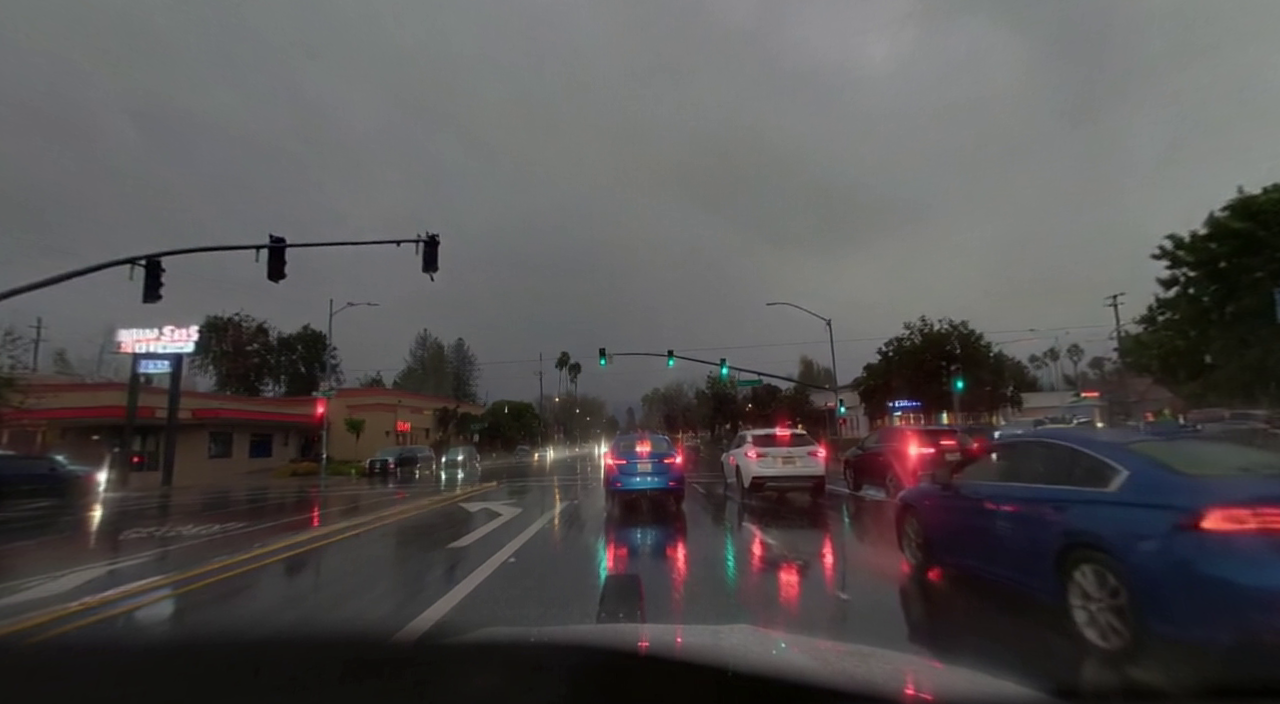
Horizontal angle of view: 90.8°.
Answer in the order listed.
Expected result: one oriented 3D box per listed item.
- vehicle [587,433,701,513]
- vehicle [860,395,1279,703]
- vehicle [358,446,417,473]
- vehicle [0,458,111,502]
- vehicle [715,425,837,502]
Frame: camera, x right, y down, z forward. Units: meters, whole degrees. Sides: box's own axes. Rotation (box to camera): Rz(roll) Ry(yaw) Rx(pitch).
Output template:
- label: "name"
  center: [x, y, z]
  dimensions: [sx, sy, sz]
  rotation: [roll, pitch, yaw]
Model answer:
- label: "vehicle"
  center: [0.035, 2.578, 13.945]
  dimensions: [2.135, 1.468, 4.076]
  rotation: [0, -8, -1]
- label: "vehicle"
  center: [3.527, 1.253, 4.940]
  dimensions: [1.889, 1.473, 4.643]
  rotation: [0, -8, -1]
- label: "vehicle"
  center: [-18.736, 7.987, 47.234]
  dimensions: [2.324, 1.911, 5.610]
  rotation: [0, -8, -3]
- label: "vehicle"
  center: [-26.136, 5.469, 27.131]
  dimensions: [4.780, 1.669, 2.232]
  rotation: [-1, -8, -2]
- label: "vehicle"
  center: [3.224, 2.770, 16.065]
  dimensions: [1.973, 1.633, 4.717]
  rotation: [0, -8, -1]
